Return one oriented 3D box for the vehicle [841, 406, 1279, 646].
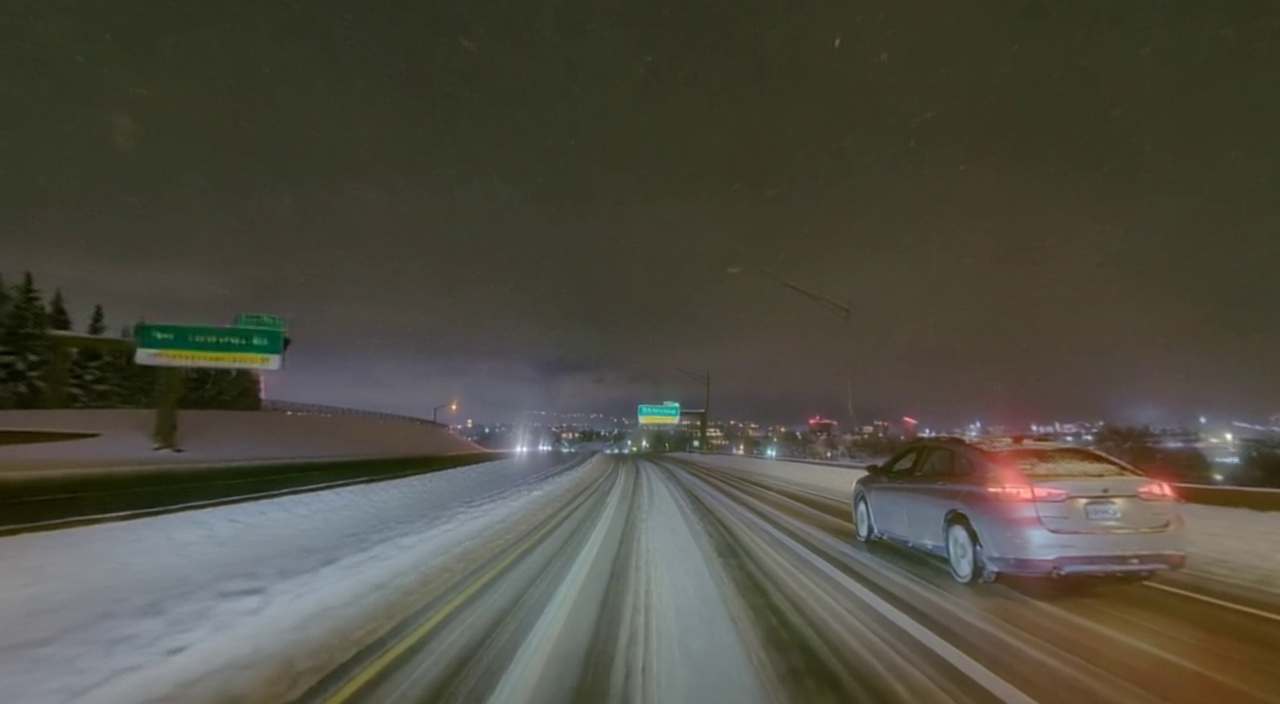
[{"bbox_3d":[3.930,1.506,6.589,2.104,1.575,4.698,0,-9,0],"label":"vehicle"}]
